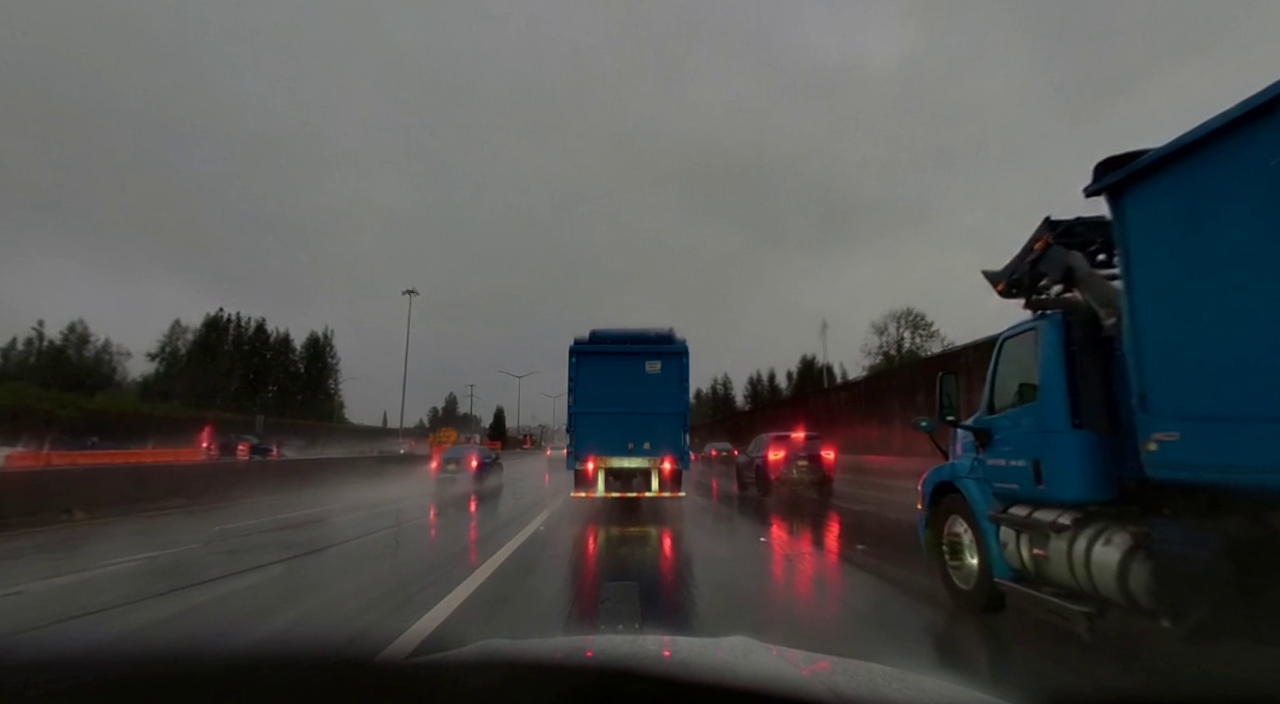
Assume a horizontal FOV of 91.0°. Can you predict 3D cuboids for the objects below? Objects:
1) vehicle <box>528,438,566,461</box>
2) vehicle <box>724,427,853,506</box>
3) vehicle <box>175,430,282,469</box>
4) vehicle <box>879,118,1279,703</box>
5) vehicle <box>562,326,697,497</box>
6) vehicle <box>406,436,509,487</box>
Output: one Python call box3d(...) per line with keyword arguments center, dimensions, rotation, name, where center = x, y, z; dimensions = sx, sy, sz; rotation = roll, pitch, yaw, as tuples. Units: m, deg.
box3d(center=(-6.434, 6.806, 44.022), dimensions=(1.994, 1.481, 4.660), rotation=(0, -9, 0), name="vehicle")
box3d(center=(3.554, 2.851, 16.020), dimensions=(2.103, 1.713, 4.173), rotation=(1, -9, -2), name="vehicle")
box3d(center=(-21.908, 5.167, 33.540), dimensions=(4.632, 1.852, 2.033), rotation=(0, -8, 15), name="vehicle")
box3d(center=(3.820, 0.246, 0.616), dimensions=(2.943, 2.634, 10.135), rotation=(1, -9, -2), name="vehicle")
box3d(center=(-0.423, 2.105, 19.632), dimensions=(3.067, 3.940, 10.154), rotation=(1, -9, -2), name="vehicle")
box3d(center=(-5.907, 3.591, 21.011), dimensions=(2.014, 1.477, 4.595), rotation=(0, -9, 1), name="vehicle")
